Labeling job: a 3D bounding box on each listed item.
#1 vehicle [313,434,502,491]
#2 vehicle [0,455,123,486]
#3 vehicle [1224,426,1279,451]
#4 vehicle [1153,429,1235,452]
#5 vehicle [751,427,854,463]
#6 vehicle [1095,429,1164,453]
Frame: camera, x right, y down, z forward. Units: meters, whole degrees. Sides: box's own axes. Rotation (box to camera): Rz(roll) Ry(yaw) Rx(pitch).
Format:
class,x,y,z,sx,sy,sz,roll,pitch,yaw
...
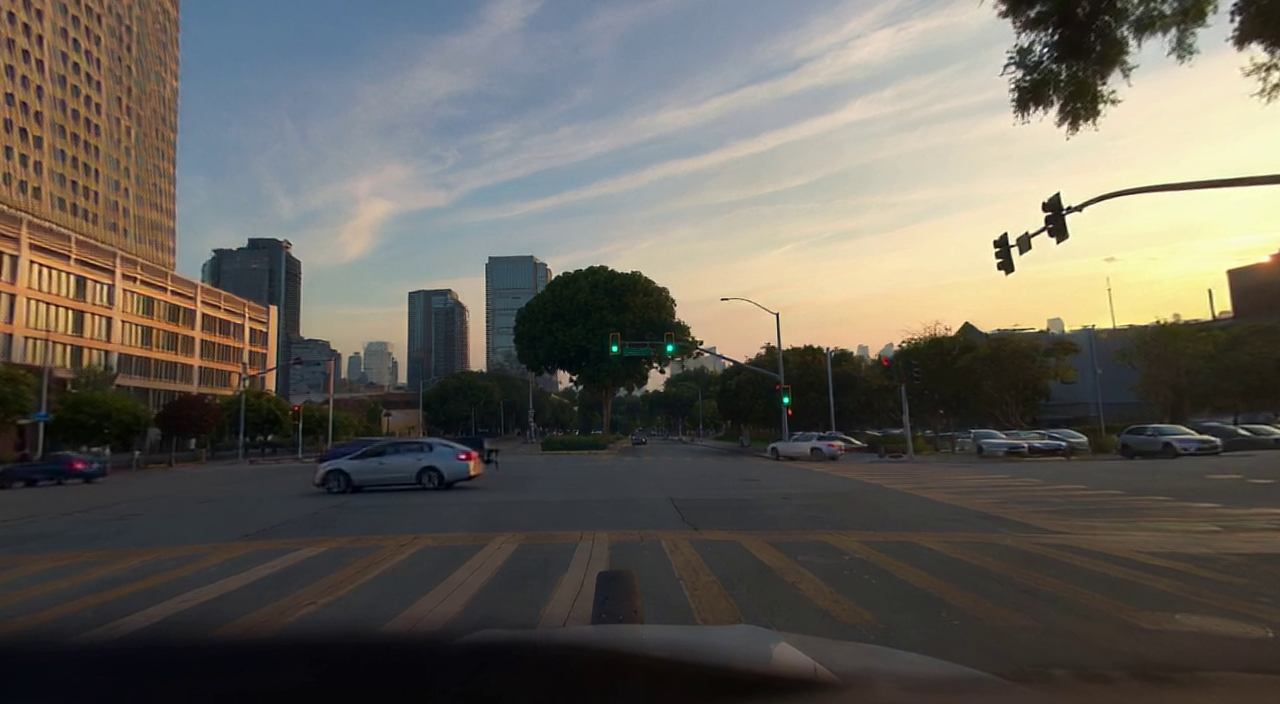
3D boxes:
class,x,y,z,sx,sy,sz,roll,pitch,yaw
vehicle,-6.699,3.178,18.585,4.916,1.504,1.846,2,-9,-19
vehicle,-26.445,5.404,28.880,4.046,1.306,1.719,0,-8,-1
vehicle,42.271,5.731,41.918,2.037,1.614,5.175,0,-8,0
vehicle,36.581,5.878,41.831,1.726,1.429,4.163,-1,-8,2
vehicle,8.133,4.695,31.857,4.571,1.698,1.977,-7,-11,40
vehicle,33.269,6.090,43.094,2.090,1.494,4.321,-3,-9,15
